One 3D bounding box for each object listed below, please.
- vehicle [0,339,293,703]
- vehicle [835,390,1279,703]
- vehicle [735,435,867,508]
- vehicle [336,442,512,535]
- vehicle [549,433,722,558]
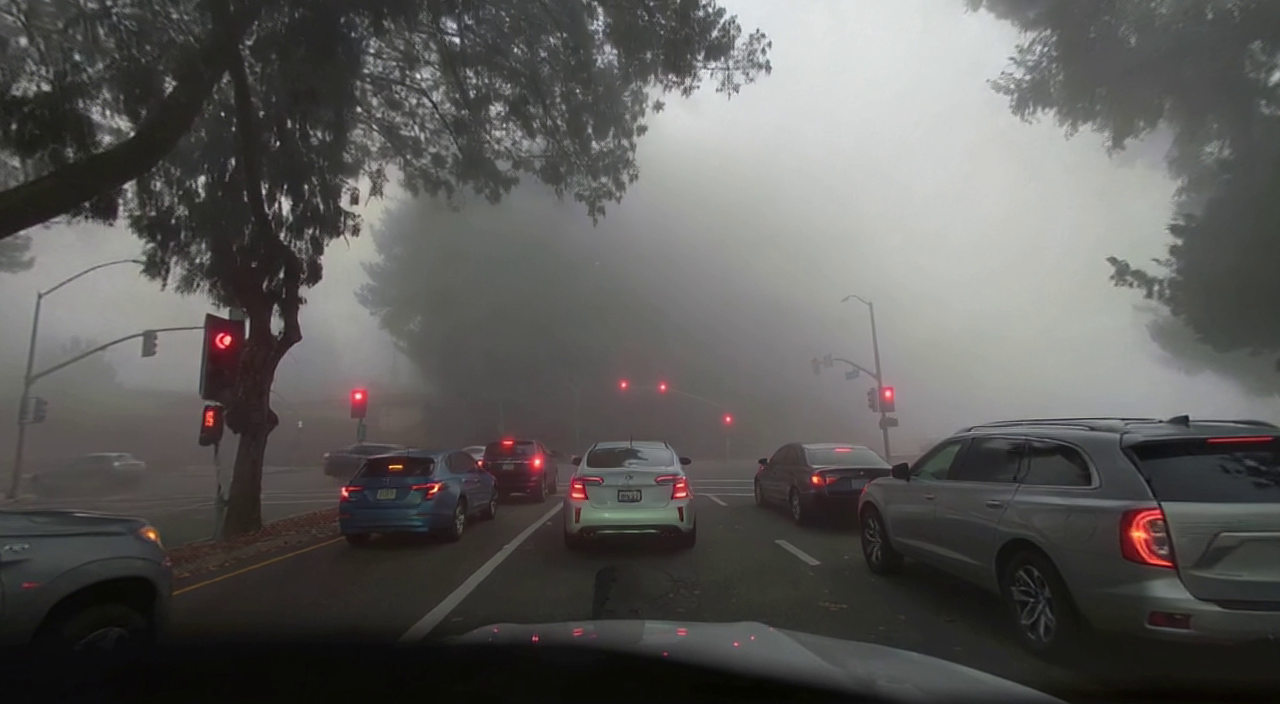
[{"bbox_3d":[-3.665,0.831,2.538,2.047,1.764,4.369,0,-8,0],"label":"vehicle"},{"bbox_3d":[3.388,1.305,5.415,1.933,1.564,4.600,0,-8,0],"label":"vehicle"},{"bbox_3d":[3.649,2.778,15.242,1.922,1.472,4.440,0,-8,-1],"label":"vehicle"},{"bbox_3d":[-3.911,2.505,12.336,1.919,1.459,4.371,0,-8,0],"label":"vehicle"},{"bbox_3d":[-0.073,2.009,9.602,2.061,1.470,3.970,0,-8,0],"label":"vehicle"}]
